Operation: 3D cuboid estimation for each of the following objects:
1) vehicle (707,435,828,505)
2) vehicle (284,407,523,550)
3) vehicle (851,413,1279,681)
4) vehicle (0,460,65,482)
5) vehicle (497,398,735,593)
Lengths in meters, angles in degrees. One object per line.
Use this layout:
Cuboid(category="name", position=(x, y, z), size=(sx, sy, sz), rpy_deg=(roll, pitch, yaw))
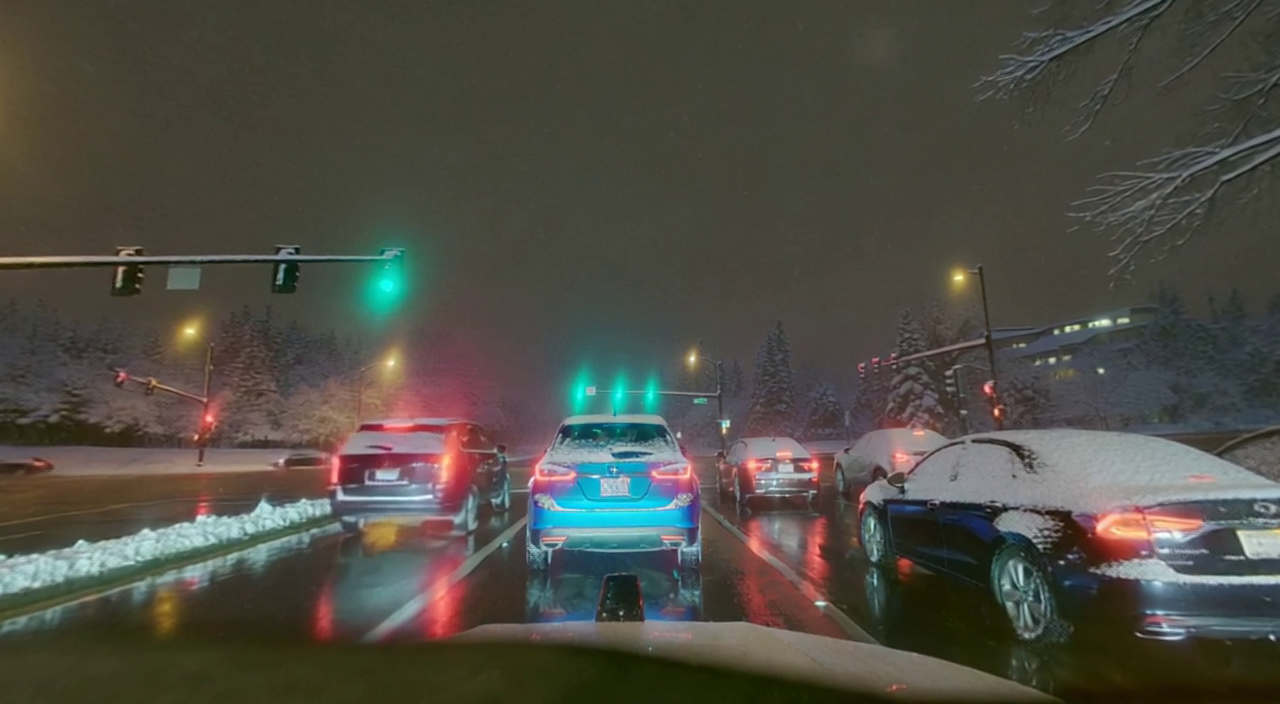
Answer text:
Cuboid(category="vehicle", position=(2.986, 2.858, 15.776), size=(1.950, 1.506, 4.086), rpy_deg=(0, -8, -3))
Cuboid(category="vehicle", position=(-3.475, 1.979, 10.611), size=(2.186, 1.794, 4.972), rpy_deg=(0, -8, -1))
Cuboid(category="vehicle", position=(3.628, 1.397, 5.701), size=(1.861, 1.478, 4.185), rpy_deg=(0, -8, -2))
Cuboid(category="vehicle", position=(-42.231, 8.055, 42.855), size=(4.468, 1.430, 1.770), rpy_deg=(1, -8, -5))
Cuboid(category="vehicle", position=(-0.268, 1.554, 7.626), size=(2.101, 1.707, 3.904), rpy_deg=(0, -8, -2))
